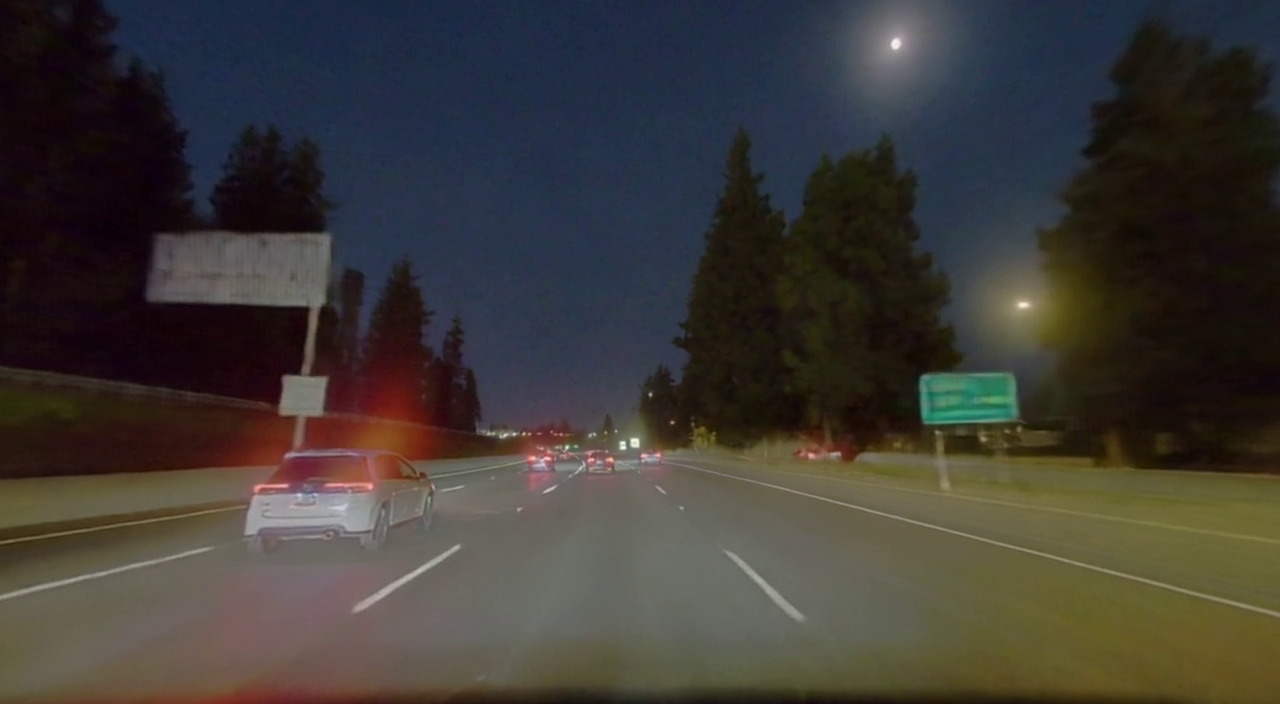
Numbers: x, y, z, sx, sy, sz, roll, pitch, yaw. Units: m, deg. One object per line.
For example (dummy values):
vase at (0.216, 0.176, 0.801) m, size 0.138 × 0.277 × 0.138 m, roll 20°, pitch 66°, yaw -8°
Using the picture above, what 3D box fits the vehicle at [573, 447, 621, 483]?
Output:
vehicle at (-1.839, 4.881, 27.715) m, size 1.947 × 1.437 × 4.345 m, roll 0°, pitch -9°, yaw -3°

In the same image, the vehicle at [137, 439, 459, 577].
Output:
vehicle at (-4.446, 2.077, 9.427) m, size 2.049 × 1.482 × 4.981 m, roll 0°, pitch -9°, yaw 0°

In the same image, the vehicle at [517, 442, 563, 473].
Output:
vehicle at (-6.072, 6.448, 38.793) m, size 2.244 × 1.755 × 4.417 m, roll 0°, pitch -9°, yaw -2°

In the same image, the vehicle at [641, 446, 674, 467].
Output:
vehicle at (1.218, 7.713, 46.759) m, size 2.021 × 1.447 × 3.985 m, roll 1°, pitch -9°, yaw -4°
